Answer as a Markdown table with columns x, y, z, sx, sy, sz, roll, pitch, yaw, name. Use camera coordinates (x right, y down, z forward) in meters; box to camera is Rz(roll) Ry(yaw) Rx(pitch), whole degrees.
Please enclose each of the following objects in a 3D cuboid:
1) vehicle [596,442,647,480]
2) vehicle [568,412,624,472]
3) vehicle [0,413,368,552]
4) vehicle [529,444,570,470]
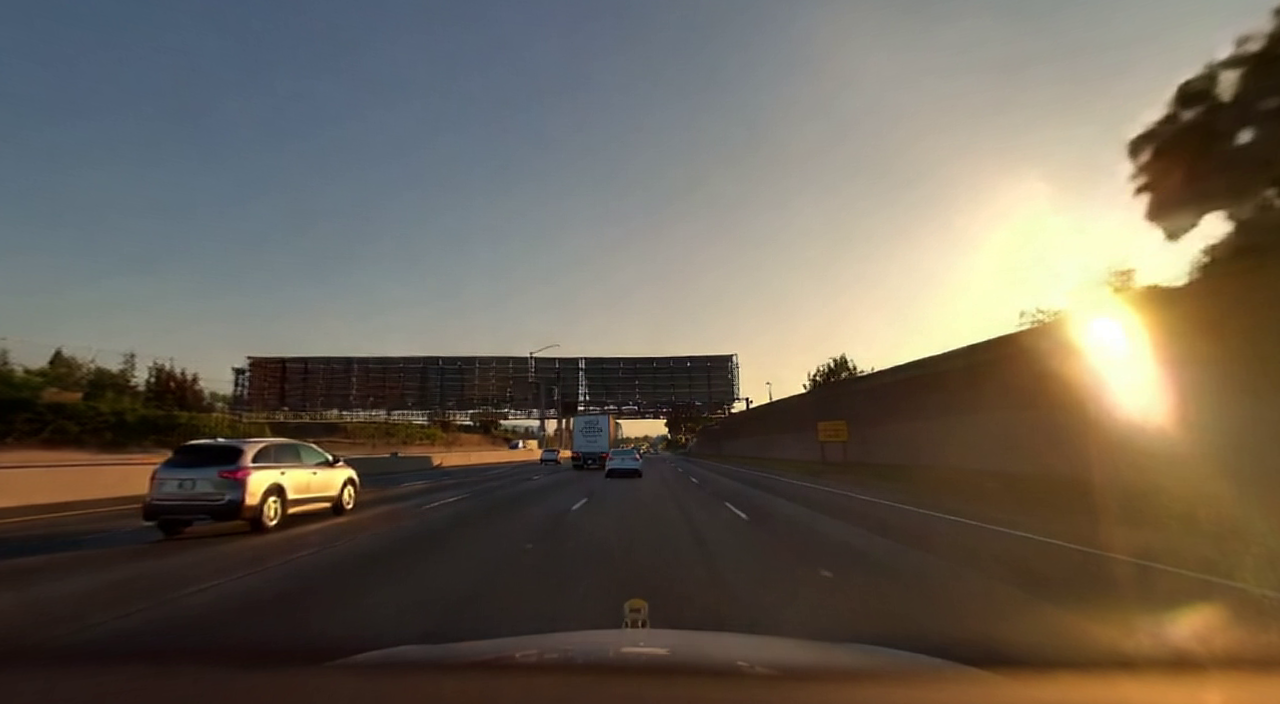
| x | y | z | sx | sy | sz | roll | pitch | yaw | name |
| --- | --- | --- | --- | --- | --- | --- | --- | --- | --- |
| -0.815 | 4.897 | 28.483 | 2.168 | 1.597 | 3.615 | 0 | -9 | -1 | vehicle |
| -2.646 | 5.887 | 40.827 | 2.794 | 3.460 | 8.595 | 0 | -9 | 1 | vehicle |
| -6.999 | 2.067 | 10.675 | 2.401 | 1.759 | 5.126 | 0 | -9 | 1 | vehicle |
| -6.256 | 7.338 | 44.283 | 2.124 | 1.674 | 4.541 | 0 | -9 | 1 | vehicle |
